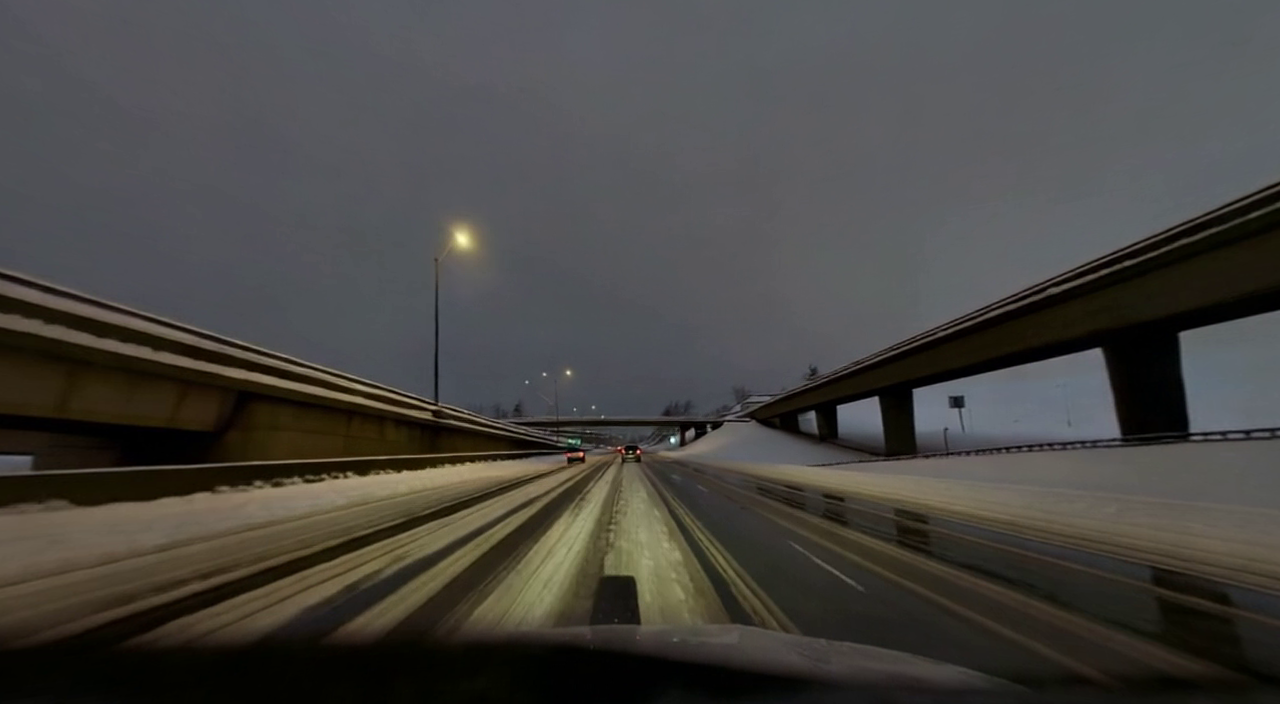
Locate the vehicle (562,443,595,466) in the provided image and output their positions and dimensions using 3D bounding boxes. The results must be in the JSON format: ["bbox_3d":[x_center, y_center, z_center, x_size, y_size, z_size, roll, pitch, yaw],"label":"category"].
[{"bbox_3d":[-4.441,7.459,46.168,2.000,1.646,4.201,0,-8,-1],"label":"vehicle"}]

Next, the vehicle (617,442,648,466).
[{"bbox_3d":[-0.547,7.337,45.678,2.132,1.657,3.967,0,-8,-1],"label":"vehicle"}]
